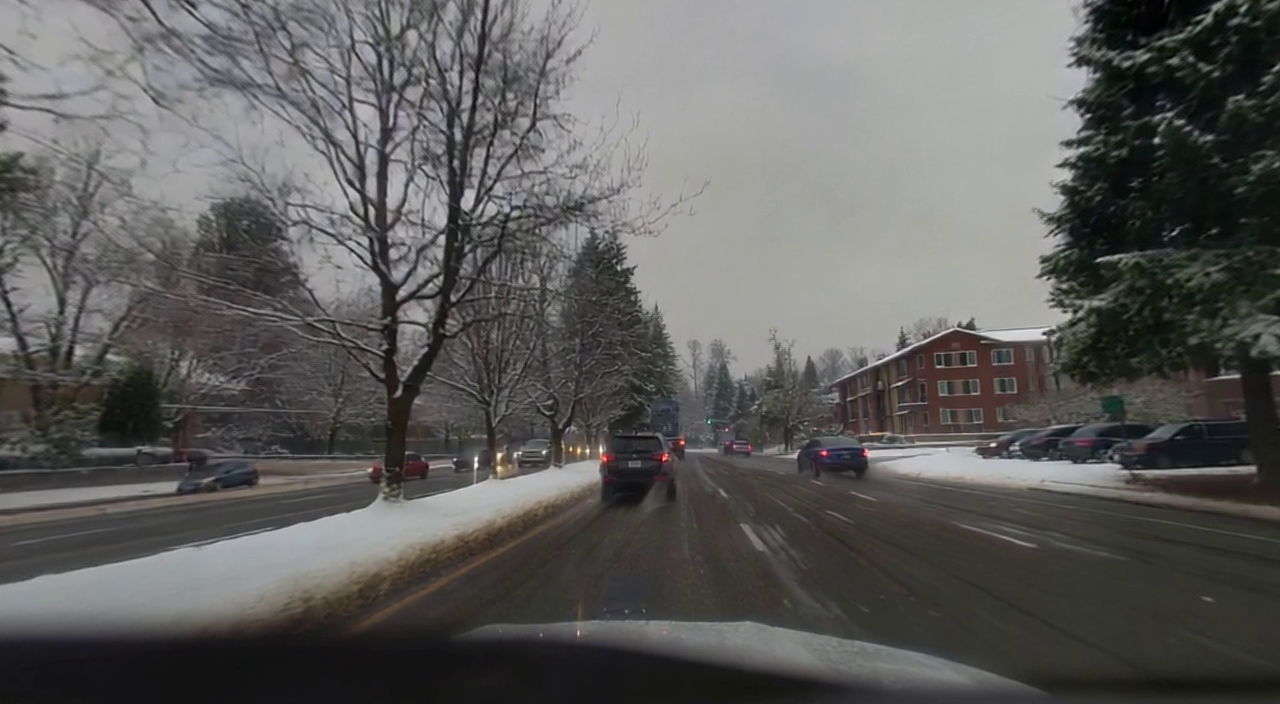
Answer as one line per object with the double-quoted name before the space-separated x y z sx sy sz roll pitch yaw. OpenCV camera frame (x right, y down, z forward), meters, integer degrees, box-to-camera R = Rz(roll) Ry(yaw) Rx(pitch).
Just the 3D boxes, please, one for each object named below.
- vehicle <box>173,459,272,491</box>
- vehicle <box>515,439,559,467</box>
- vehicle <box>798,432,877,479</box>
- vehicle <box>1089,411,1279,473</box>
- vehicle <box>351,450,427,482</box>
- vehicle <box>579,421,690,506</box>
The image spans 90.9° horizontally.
"vehicle" -22.129 6.501 33.640 1.824 1.476 4.499 -1 -8 7
"vehicle" -6.880 6.774 42.531 2.119 1.778 4.760 0 -8 1
"vehicle" 7.931 4.180 25.744 1.971 1.722 4.341 0 -8 3
"vehicle" 18.725 3.089 21.579 4.783 1.724 2.297 -4 -8 1
"vehicle" -12.552 5.701 31.830 1.806 1.417 4.405 -2 -8 4
"vehicle" 0.046 2.737 15.937 2.332 1.798 4.546 -1 -8 5
